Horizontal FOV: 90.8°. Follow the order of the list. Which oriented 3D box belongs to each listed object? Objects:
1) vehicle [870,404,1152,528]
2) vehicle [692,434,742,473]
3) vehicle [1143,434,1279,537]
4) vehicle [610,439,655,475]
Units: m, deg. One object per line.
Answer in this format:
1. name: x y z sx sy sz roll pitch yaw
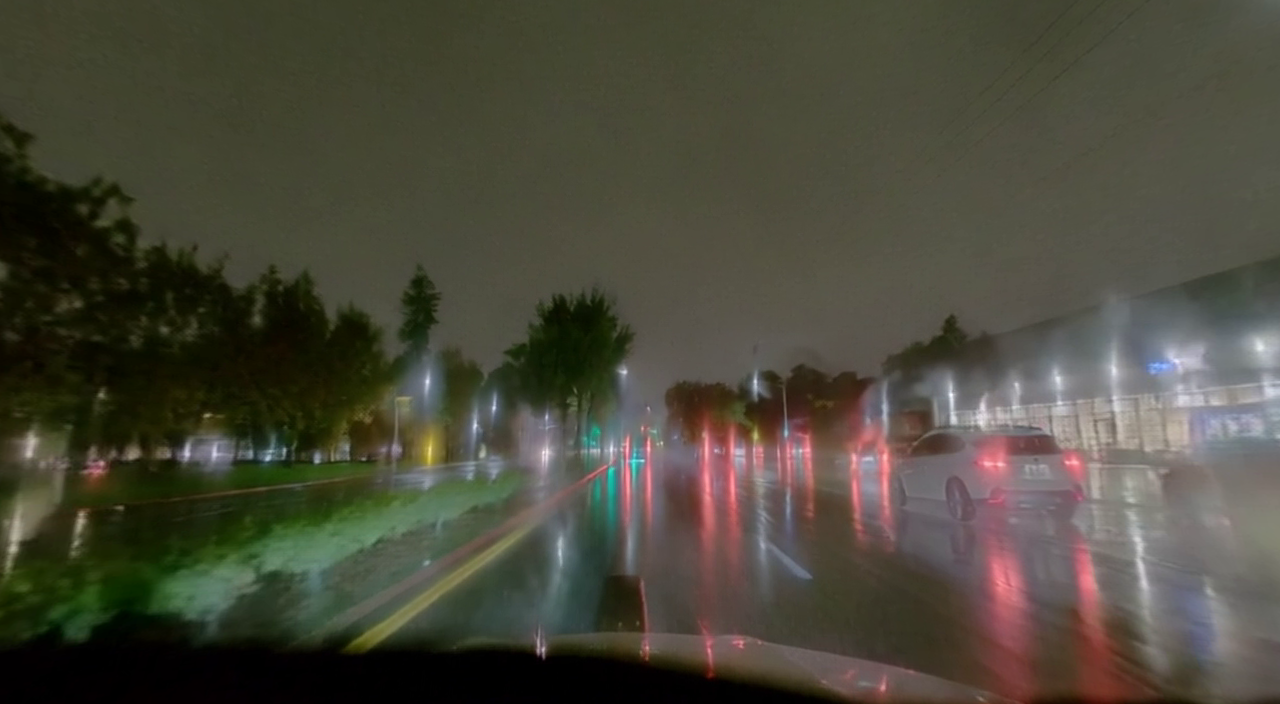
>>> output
1. vehicle: 6.872 2.212 12.822 2.240 1.923 5.678 0 -8 0
2. vehicle: 3.835 5.133 32.133 1.955 1.845 4.538 0 -8 0
3. vehicle: 10.314 1.948 9.248 2.021 1.481 4.746 0 -8 1
4. vehicle: -0.323 4.999 30.238 2.037 1.568 3.693 0 -8 0
